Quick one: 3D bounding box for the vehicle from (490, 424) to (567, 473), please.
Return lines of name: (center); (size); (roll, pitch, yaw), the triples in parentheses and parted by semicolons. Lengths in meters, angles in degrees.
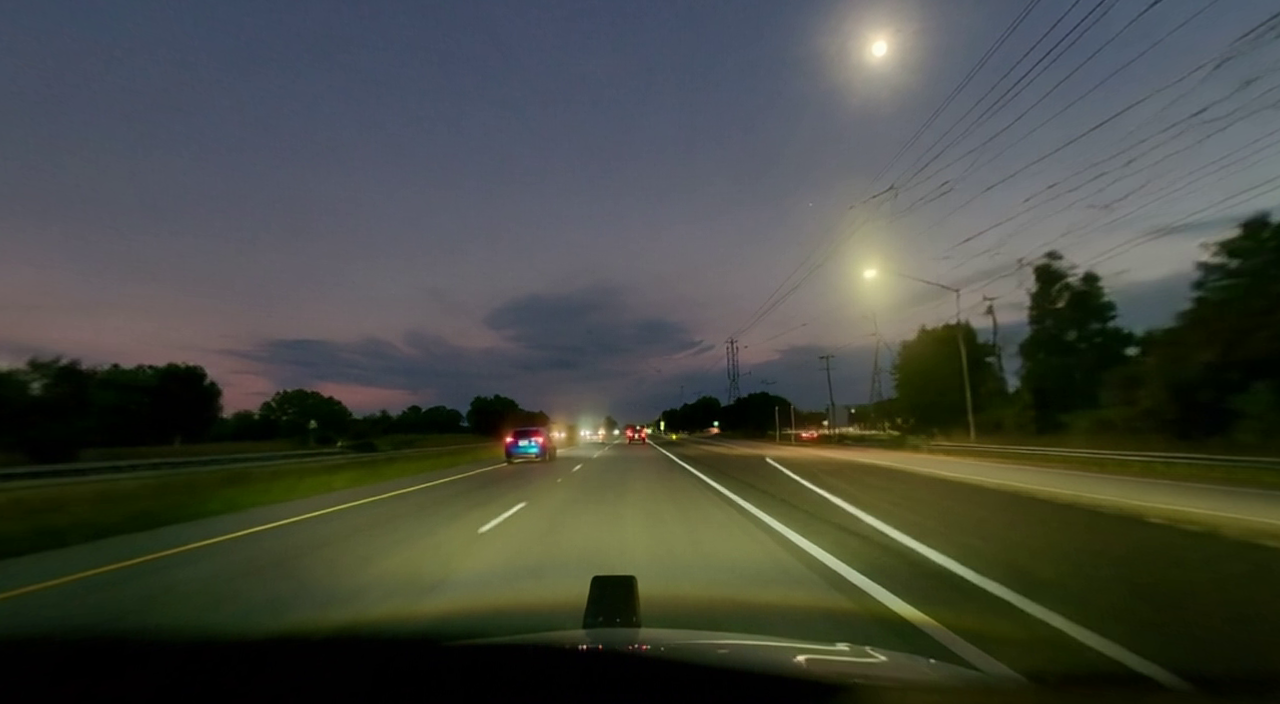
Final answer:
vehicle: (-3.927, 3.456, 22.804); (2.023, 1.580, 4.259); (0, -8, 0)
